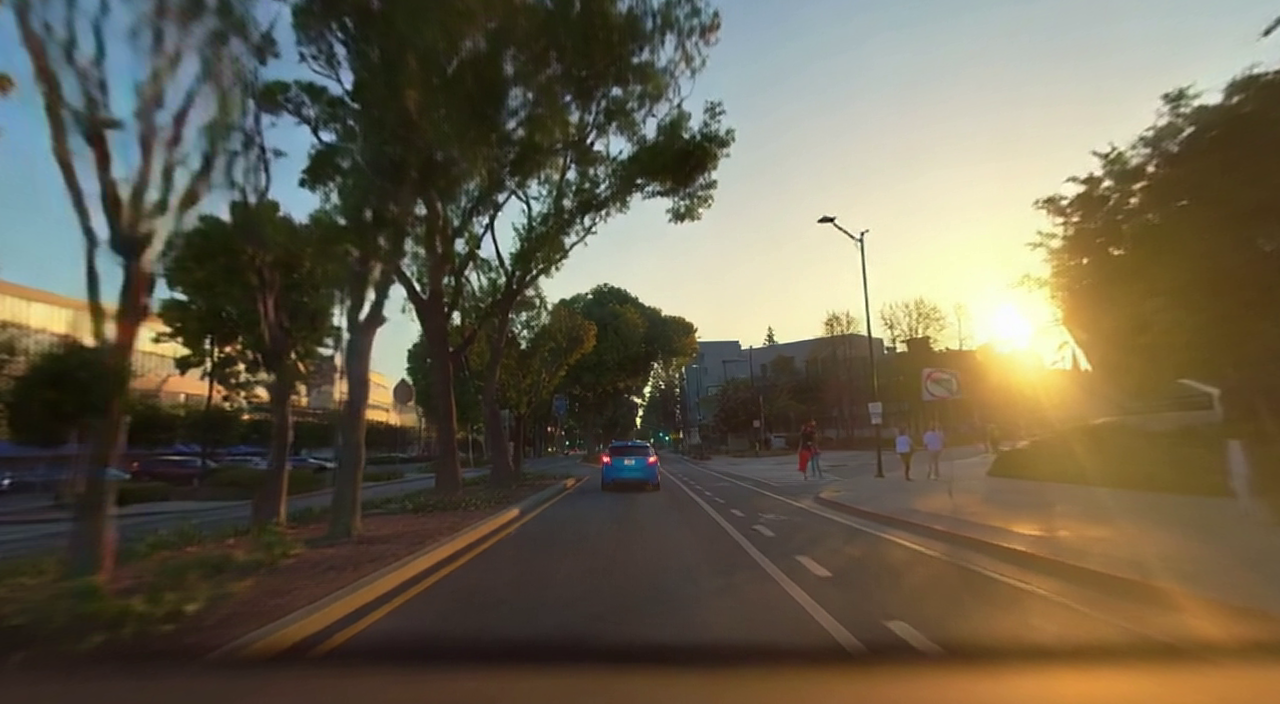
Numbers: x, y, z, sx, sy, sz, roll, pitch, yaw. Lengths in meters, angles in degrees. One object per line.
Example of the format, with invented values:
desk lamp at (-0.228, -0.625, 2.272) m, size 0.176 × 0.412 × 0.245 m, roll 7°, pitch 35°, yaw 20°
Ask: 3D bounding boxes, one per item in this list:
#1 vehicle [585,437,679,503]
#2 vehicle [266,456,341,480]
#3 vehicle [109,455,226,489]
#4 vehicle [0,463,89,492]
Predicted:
vehicle at (-0.214, 3.149, 17.339) m, size 2.221 × 1.570 × 4.398 m, roll 0°, pitch -8°, yaw -1°
vehicle at (-23.110, 7.959, 43.457) m, size 4.086 × 1.478 × 1.844 m, roll 0°, pitch -8°, yaw -4°
vehicle at (-22.905, 5.822, 30.760) m, size 4.038 × 1.531 × 2.015 m, roll 1°, pitch -9°, yaw -2°
vehicle at (-35.305, 7.264, 36.685) m, size 4.500 × 1.542 × 2.155 m, roll 0°, pitch -9°, yaw -2°
